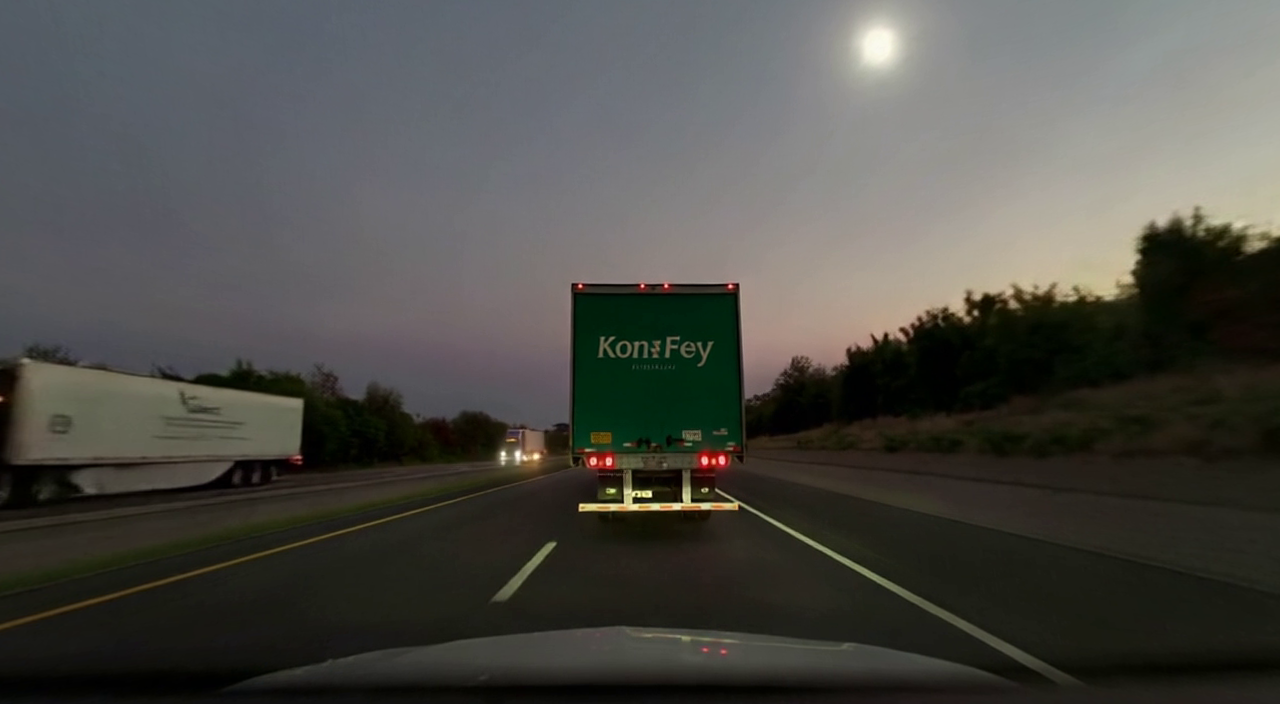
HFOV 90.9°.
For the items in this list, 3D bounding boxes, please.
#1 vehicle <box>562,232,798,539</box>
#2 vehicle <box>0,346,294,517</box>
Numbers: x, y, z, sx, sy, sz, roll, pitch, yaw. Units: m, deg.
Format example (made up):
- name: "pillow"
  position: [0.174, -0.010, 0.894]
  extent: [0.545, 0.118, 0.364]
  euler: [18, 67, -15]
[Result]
- name: "vehicle"
  position: [0.512, 1.521, 16.064]
  extent: [3.230, 4.377, 14.405]
  euler: [0, -9, 0]
- name: "vehicle"
  position: [-16.581, 2.781, 20.657]
  extent: [2.836, 4.015, 13.173]
  euler: [0, -9, 1]
